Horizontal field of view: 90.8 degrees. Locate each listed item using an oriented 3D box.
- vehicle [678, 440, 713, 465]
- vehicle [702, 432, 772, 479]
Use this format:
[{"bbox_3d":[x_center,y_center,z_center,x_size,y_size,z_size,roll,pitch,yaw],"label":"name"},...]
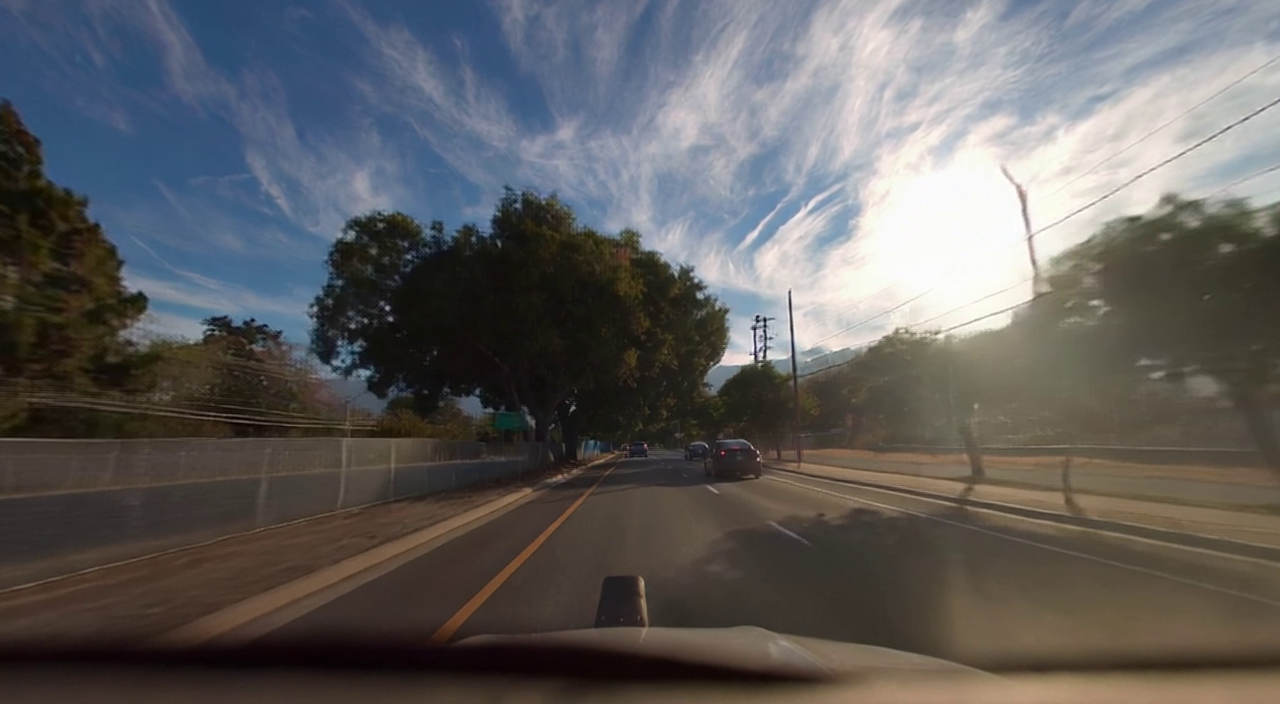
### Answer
[{"bbox_3d":[3.800,7.021,44.118,2.012,1.653,4.115,0,-8,-1],"label":"vehicle"},{"bbox_3d":[4.019,4.388,26.986,2.112,1.825,4.574,0,-8,-2],"label":"vehicle"}]
